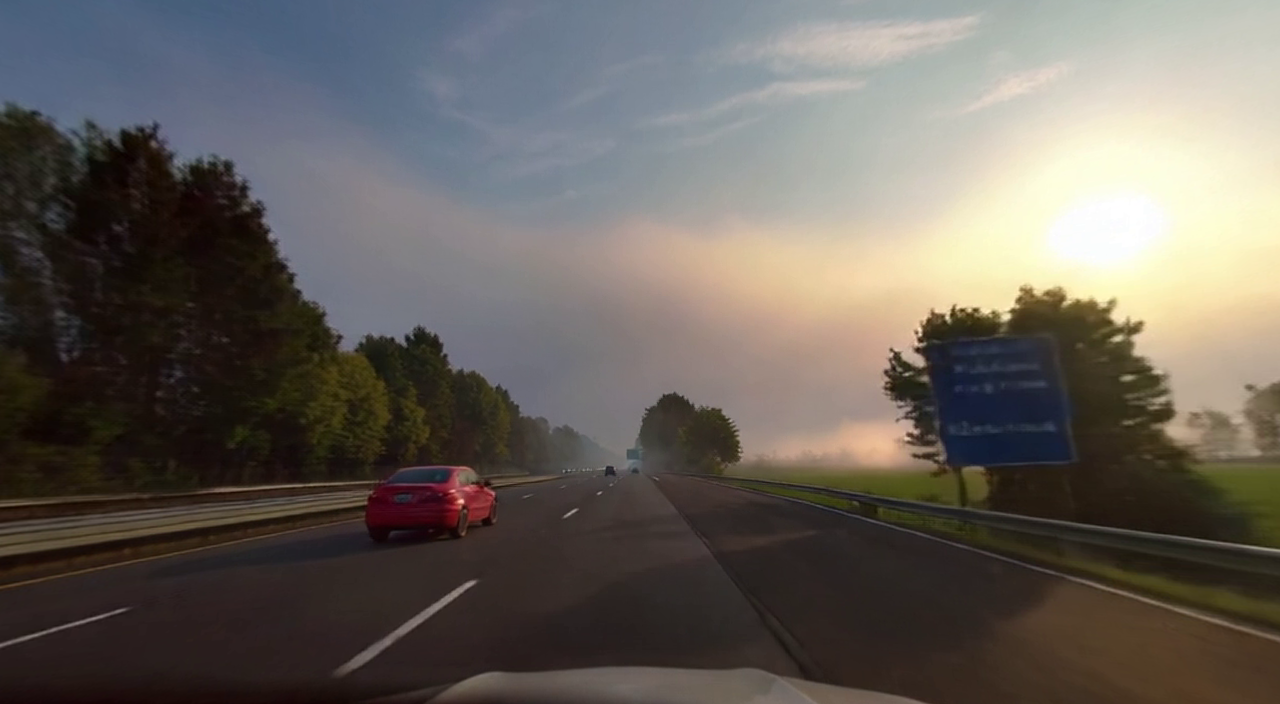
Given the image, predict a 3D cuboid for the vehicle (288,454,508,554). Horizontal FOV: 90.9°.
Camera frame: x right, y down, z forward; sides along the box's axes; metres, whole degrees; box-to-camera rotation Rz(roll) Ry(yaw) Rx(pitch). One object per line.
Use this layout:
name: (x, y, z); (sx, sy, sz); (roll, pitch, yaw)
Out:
vehicle: (-4.076, 2.683, 11.695); (2.183, 1.435, 4.653); (0, -10, 1)
